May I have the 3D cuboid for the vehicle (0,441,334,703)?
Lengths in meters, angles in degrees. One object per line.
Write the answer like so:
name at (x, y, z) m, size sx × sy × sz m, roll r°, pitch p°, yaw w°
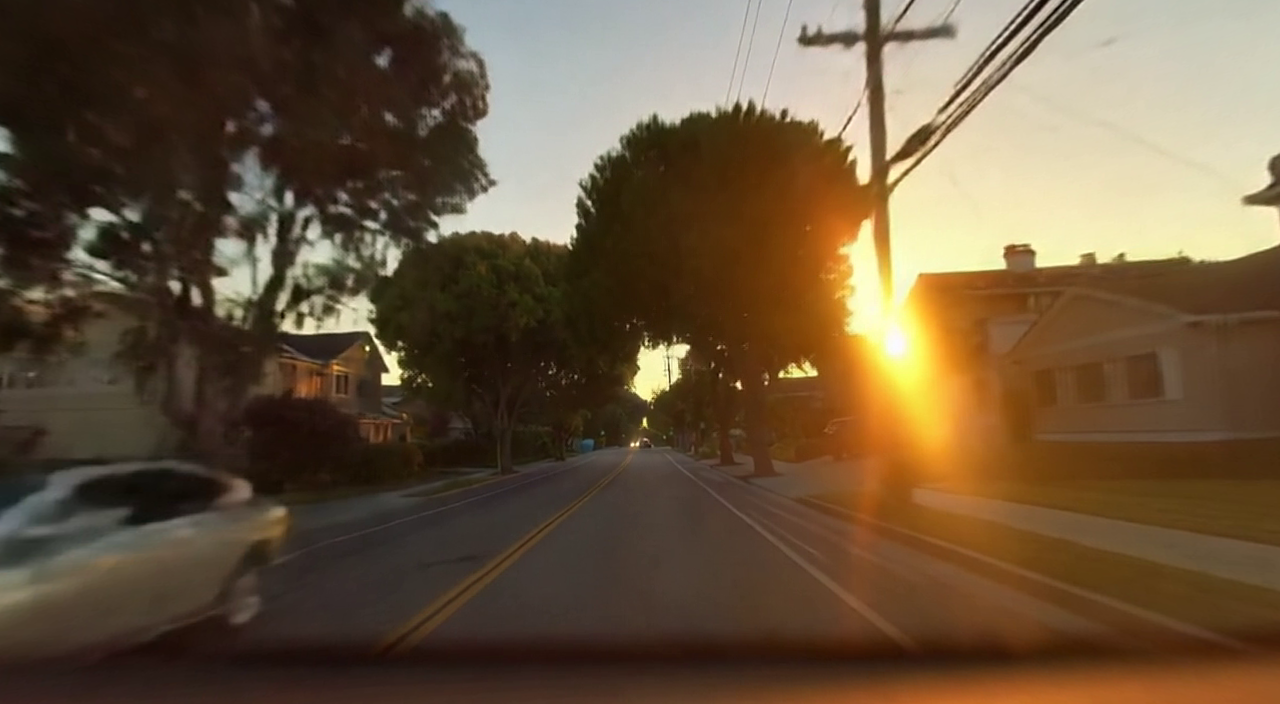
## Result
vehicle at (-3.894, 1.288, 3.614) m, size 2.028 × 1.488 × 4.392 m, roll -1°, pitch -9°, yaw 1°

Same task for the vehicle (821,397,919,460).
vehicle at (7.806, 2.735, 21.907) m, size 1.878 × 1.743 × 4.556 m, roll -7°, pitch -9°, yaw 4°
